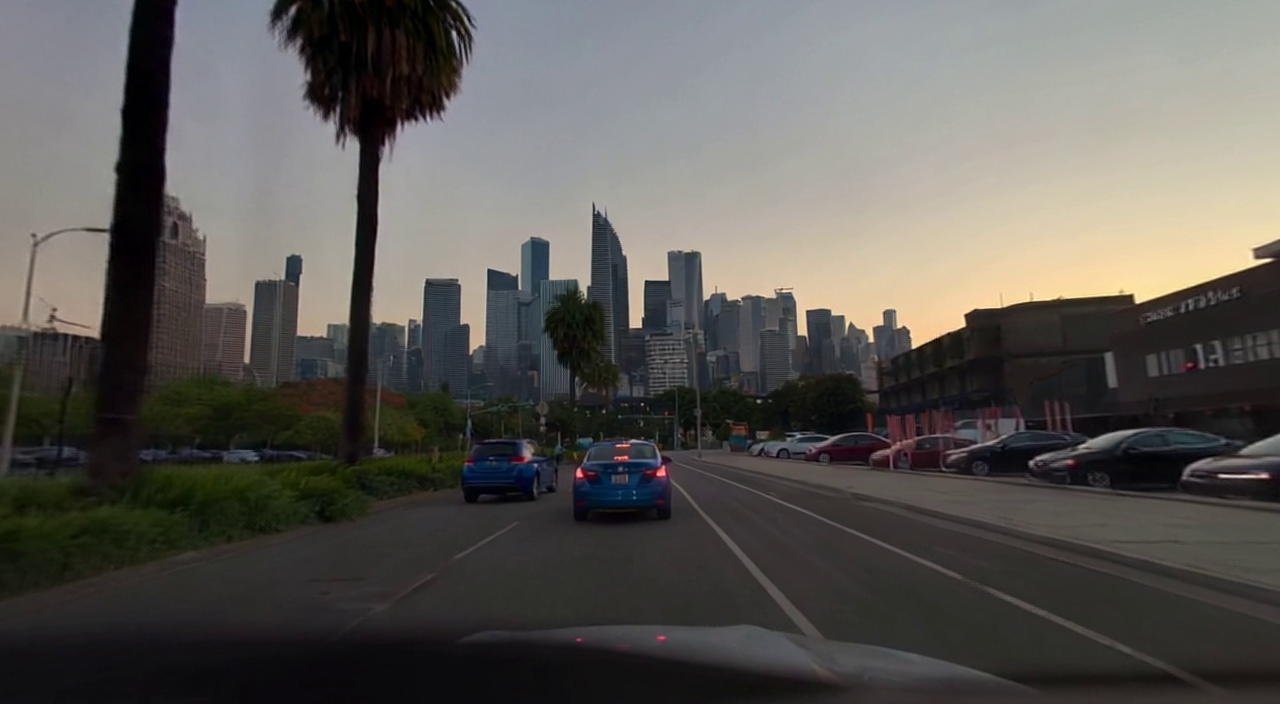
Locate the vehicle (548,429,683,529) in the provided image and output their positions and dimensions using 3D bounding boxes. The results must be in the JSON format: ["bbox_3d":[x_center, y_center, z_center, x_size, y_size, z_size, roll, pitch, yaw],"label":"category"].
[{"bbox_3d":[-0.355,2.182,11.355,2.004,1.465,3.713,0,-9,0],"label":"vehicle"}]

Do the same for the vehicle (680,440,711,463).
[{"bbox_3d":[4.272,7.725,49.262,2.039,1.701,4.223,0,-9,0],"label":"vehicle"}]

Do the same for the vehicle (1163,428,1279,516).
[{"bbox_3d":[13.418,2.237,12.327,4.749,1.522,1.905,-1,-9,-3],"label":"vehicle"}]

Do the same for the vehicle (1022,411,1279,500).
[{"bbox_3d":[12.631,2.479,15.365,5.188,1.805,2.228,-2,-8,-3],"label":"vehicle"}]

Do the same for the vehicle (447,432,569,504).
[{"bbox_3d":[-3.129,2.861,16.018,2.071,1.544,4.383,0,-8,1],"label":"vehicle"}]

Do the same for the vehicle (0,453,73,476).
[{"bbox_3d":[-42.162,7.711,43.494,4.309,1.484,1.884,0,-8,-1],"label":"vehicle"}]

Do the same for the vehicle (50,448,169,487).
[{"bbox_3d":[-23.550,5.099,28.247,1.819,1.587,3.963,0,-9,0],"label":"vehicle"}]
